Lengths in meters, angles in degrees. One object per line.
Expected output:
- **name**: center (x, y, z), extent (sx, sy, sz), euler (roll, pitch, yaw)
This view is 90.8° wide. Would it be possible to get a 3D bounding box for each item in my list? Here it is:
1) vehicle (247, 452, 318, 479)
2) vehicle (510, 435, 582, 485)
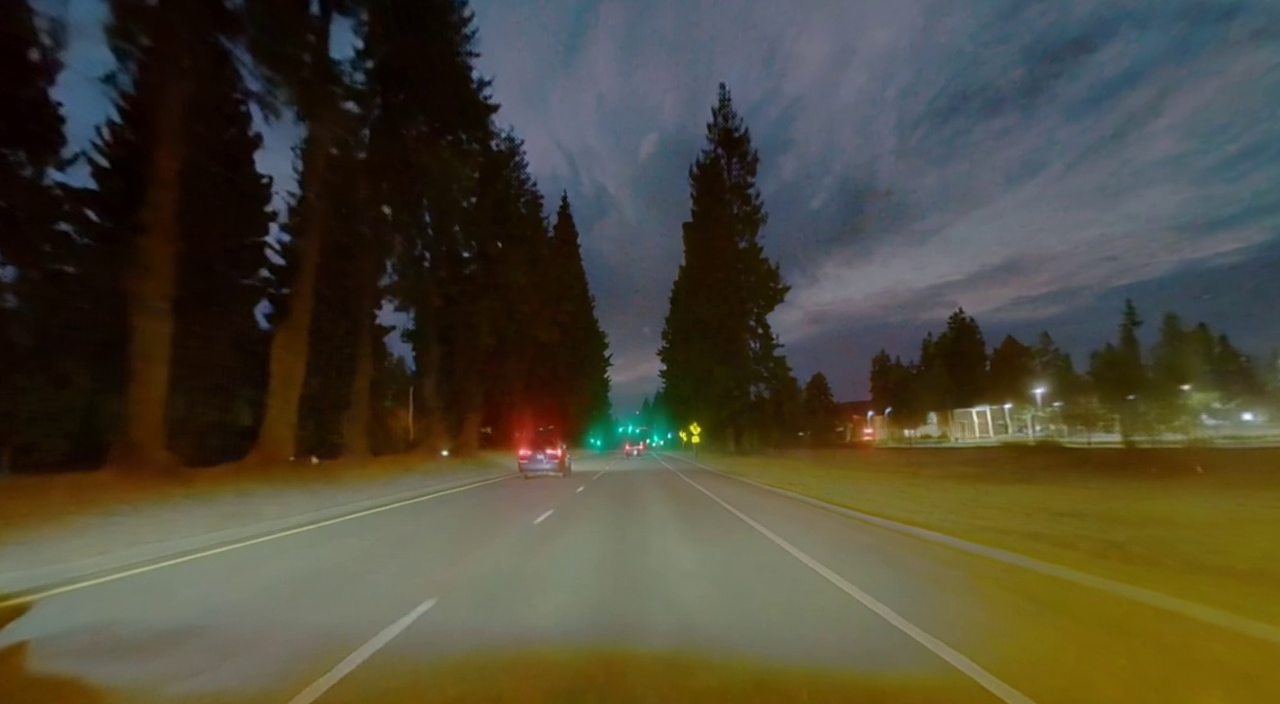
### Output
- **vehicle**: center (-21.320, 6.783, 37.887), extent (1.759, 1.458, 4.302), euler (0, -8, 0)
- **vehicle**: center (-3.529, 4.133, 24.521), extent (2.078, 1.748, 4.279), euler (0, -8, 0)
